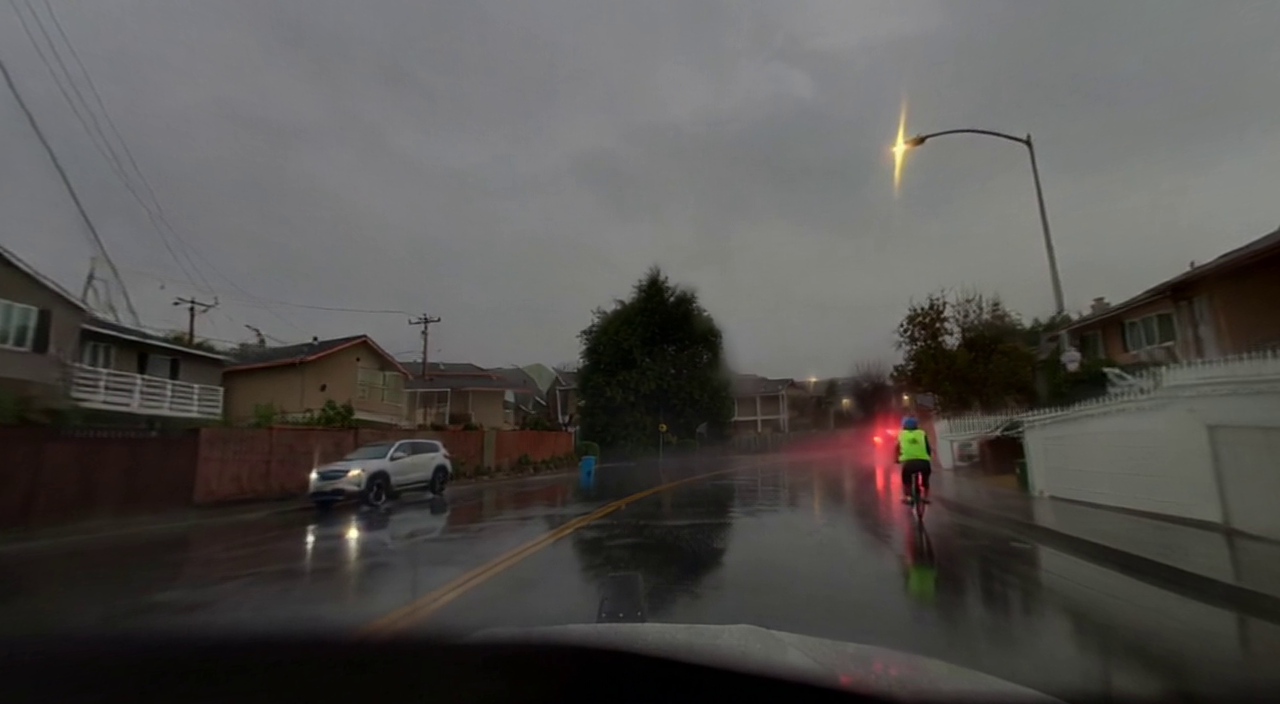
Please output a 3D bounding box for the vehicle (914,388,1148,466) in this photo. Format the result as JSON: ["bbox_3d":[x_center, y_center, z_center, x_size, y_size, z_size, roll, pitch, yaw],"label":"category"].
[{"bbox_3d":[12.893,2.621,21.450,6.099,1.973,2.450,-7,-9,14],"label":"vehicle"}]

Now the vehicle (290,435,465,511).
[{"bbox_3d":[-6.536,3.044,16.426,1.937,1.670,4.391,-2,-9,13],"label":"vehicle"}]

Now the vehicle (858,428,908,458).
[{"bbox_3d":[14.898,5.589,38.567,2.105,1.705,4.392,-5,-10,29],"label":"vehicle"}]
